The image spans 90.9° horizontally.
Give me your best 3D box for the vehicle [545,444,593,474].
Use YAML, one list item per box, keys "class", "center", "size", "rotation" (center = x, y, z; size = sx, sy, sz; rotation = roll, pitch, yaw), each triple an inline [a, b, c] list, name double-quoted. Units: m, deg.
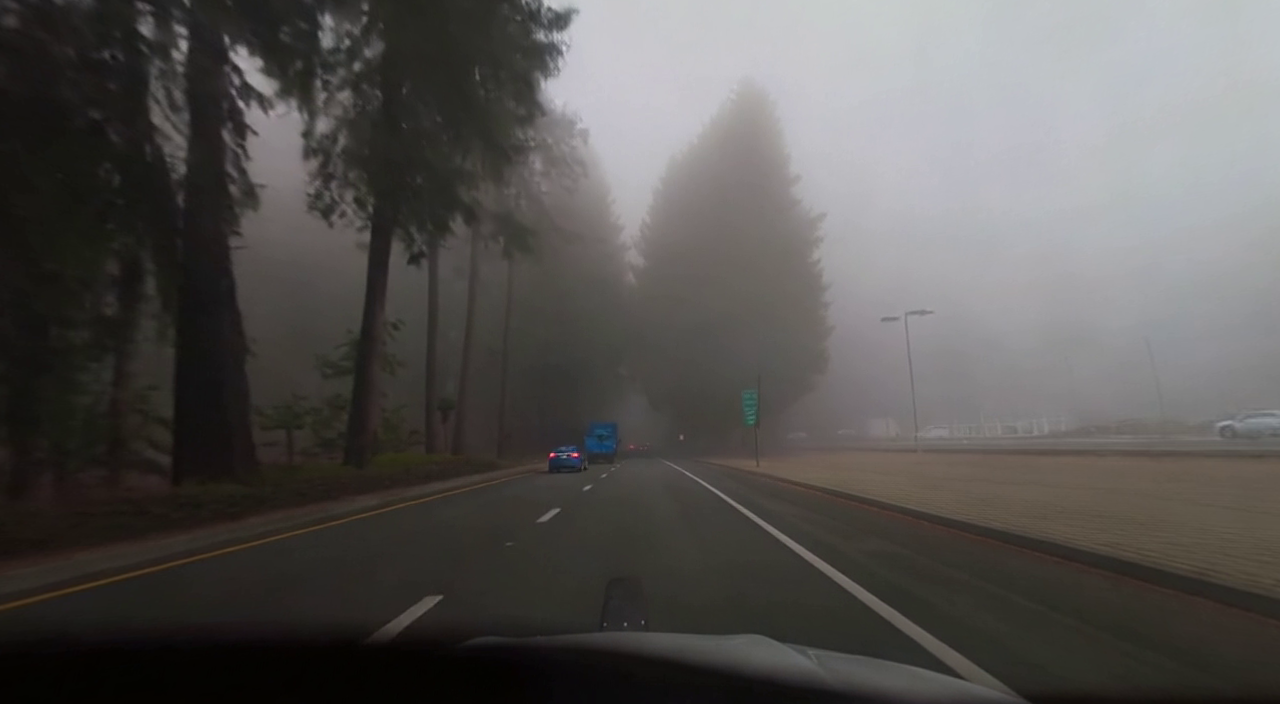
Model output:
- class: "vehicle"
  center: [-3.660, 5.576, 33.201]
  size: [2.005, 1.462, 4.345]
  rotation: [0, -9, 1]
